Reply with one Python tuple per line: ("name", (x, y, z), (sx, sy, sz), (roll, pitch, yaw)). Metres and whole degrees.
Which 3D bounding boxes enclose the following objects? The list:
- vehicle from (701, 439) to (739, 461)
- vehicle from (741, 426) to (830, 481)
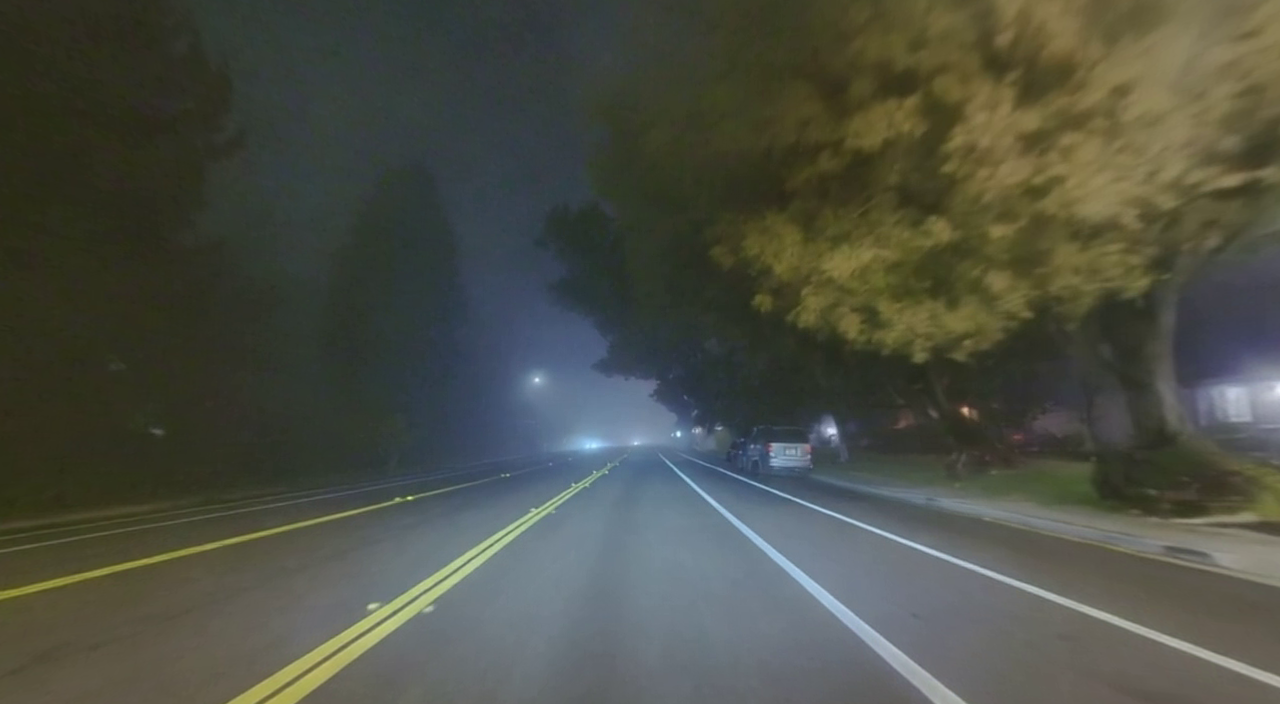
("vehicle", (5.588, 6.952, 44.673), (1.935, 1.453, 4.488), (0, -8, -3))
("vehicle", (5.223, 3.728, 23.401), (2.160, 1.800, 4.646), (0, -8, 0))
